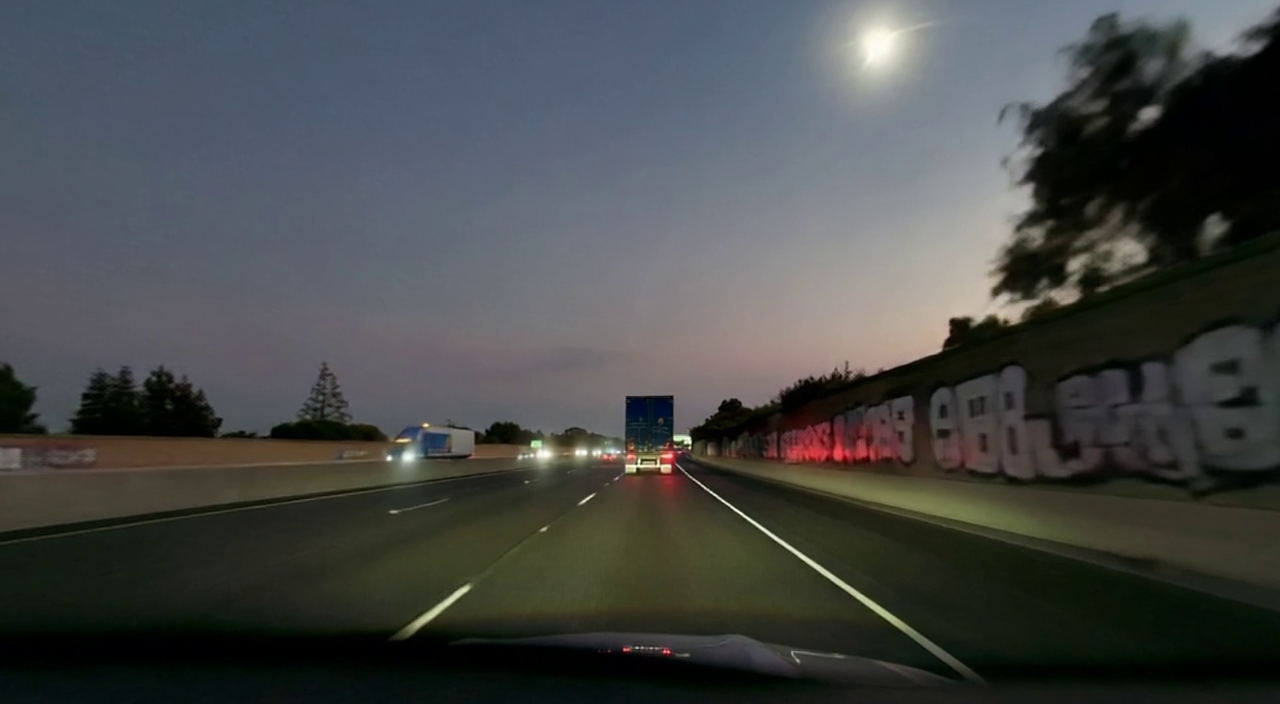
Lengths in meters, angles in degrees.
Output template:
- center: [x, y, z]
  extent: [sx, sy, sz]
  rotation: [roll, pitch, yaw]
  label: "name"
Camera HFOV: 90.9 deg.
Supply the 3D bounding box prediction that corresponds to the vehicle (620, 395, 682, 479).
- center: [0.537, 4.989, 36.146]
  extent: [2.997, 4.069, 10.871]
  rotation: [0, -9, 0]
  label: "vehicle"
